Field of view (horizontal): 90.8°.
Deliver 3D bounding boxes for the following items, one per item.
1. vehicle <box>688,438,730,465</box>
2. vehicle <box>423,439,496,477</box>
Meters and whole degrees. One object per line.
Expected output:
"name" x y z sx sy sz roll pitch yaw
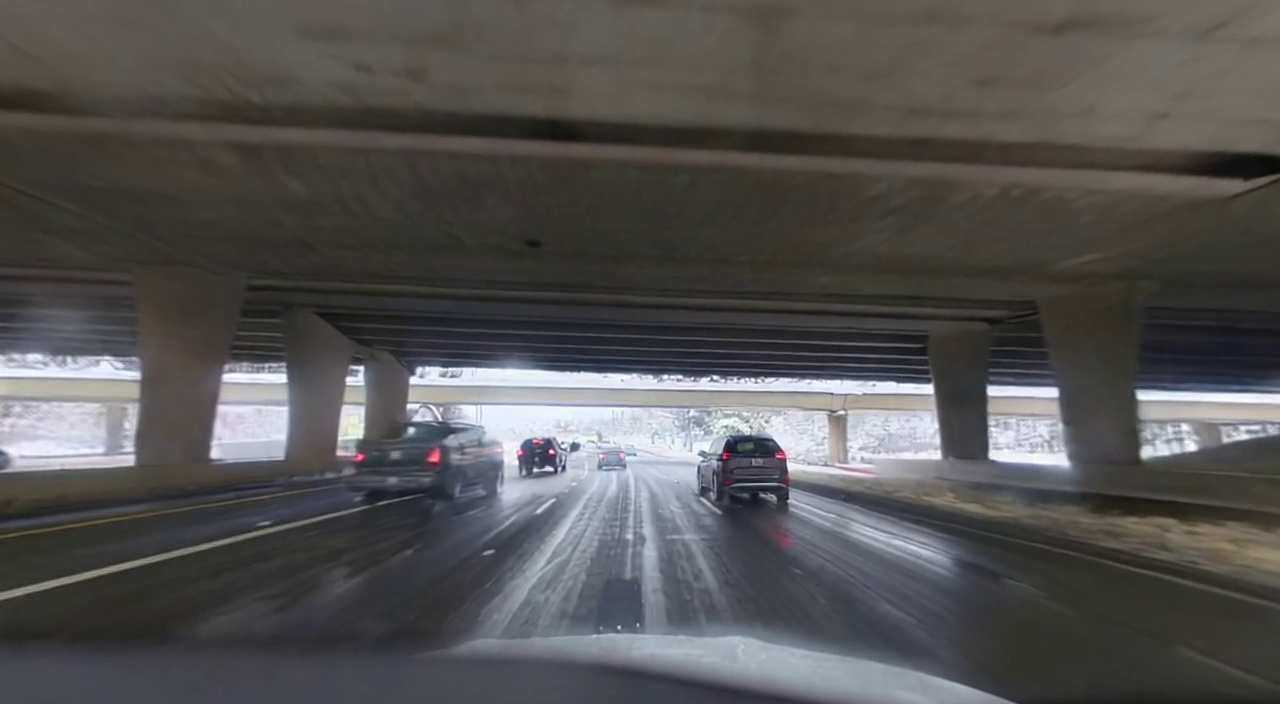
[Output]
"vehicle" 4.556 6.664 42.463 2.377 1.678 4.353 0 -8 0
"vehicle" -7.780 4.589 27.653 2.007 1.519 4.366 0 -8 -2
